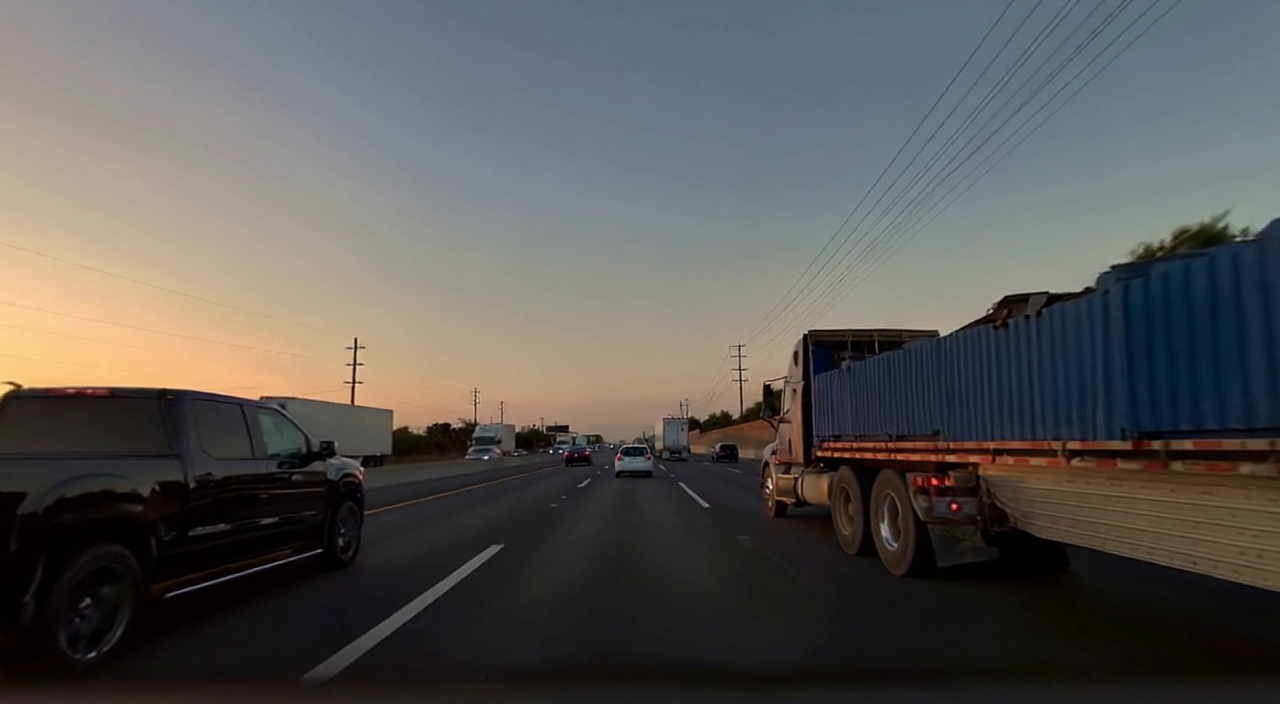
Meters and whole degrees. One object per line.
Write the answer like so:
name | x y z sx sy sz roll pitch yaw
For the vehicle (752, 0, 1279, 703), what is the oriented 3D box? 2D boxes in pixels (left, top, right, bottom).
vehicle | 3.437 0.349 6.352 3.013 3.940 7.933 0 -9 -1

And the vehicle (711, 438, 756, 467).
vehicle | 6.819 7.416 46.637 2.302 1.973 5.502 0 -9 -2

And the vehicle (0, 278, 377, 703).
vehicle | -3.943 0.828 3.492 2.323 2.046 6.006 0 -9 1

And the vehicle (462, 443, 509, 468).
vehicle | -10.642 7.183 43.968 1.975 1.590 5.050 0 -9 1

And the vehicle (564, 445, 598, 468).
vehicle | -4.040 7.253 43.926 2.025 1.498 4.675 0 -9 -1

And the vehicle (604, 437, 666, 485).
vehicle | -0.211 4.172 24.471 2.191 1.685 4.015 0 -9 -1

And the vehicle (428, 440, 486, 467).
vehicle | -14.097 7.840 49.052 2.690 1.920 6.277 0 -9 -1
